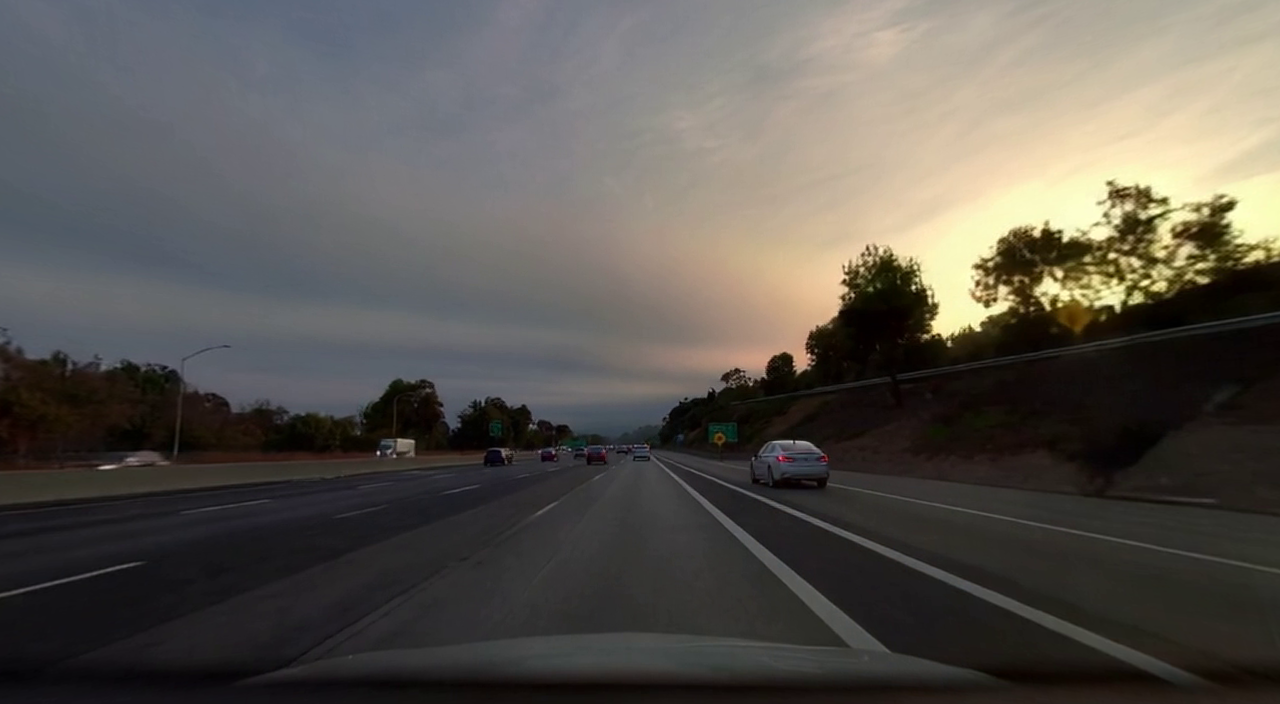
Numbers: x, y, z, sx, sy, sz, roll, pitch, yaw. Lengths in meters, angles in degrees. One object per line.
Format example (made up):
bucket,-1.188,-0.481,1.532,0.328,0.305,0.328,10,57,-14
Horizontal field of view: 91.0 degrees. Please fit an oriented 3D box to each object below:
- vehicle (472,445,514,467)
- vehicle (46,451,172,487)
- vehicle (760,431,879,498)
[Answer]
vehicle,-11.270,8.000,48.596,2.107,1.628,4.446,0,-9,1
vehicle,-24.515,5.374,29.335,1.899,1.527,4.512,0,-9,1
vehicle,5.405,3.466,19.816,2.259,1.816,4.862,0,-9,0
